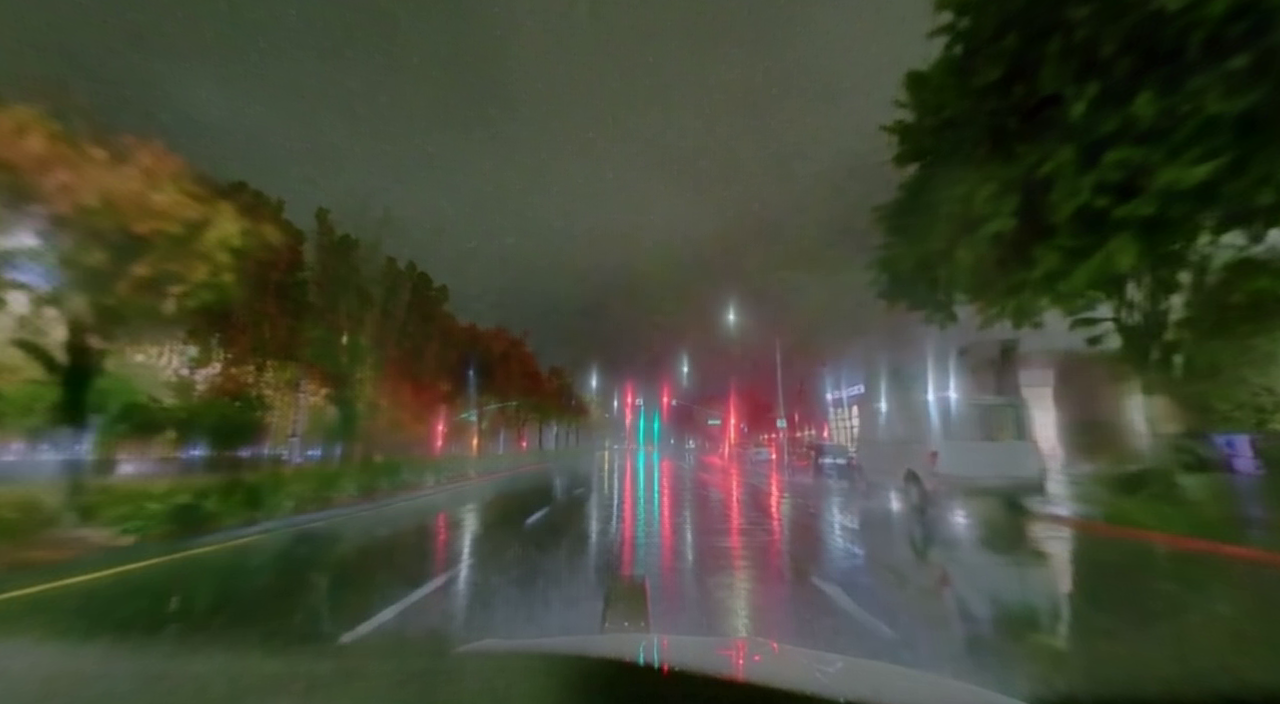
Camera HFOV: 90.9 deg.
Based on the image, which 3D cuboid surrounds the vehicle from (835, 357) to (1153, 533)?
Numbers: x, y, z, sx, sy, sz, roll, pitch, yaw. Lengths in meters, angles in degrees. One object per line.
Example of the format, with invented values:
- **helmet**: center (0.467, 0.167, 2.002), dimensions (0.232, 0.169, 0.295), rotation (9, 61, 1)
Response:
- **vehicle**: center (6.227, 1.827, 12.555), dimensions (2.762, 2.607, 6.182), rotation (0, -8, 1)

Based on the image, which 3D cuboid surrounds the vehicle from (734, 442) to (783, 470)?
- **vehicle**: center (6.745, 5.947, 36.293), dimensions (1.847, 1.472, 4.846), rotation (0, -8, 0)

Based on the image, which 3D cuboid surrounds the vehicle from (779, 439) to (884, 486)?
- **vehicle**: center (6.672, 3.886, 22.614), dimensions (2.109, 1.477, 4.963), rotation (0, -8, -1)
